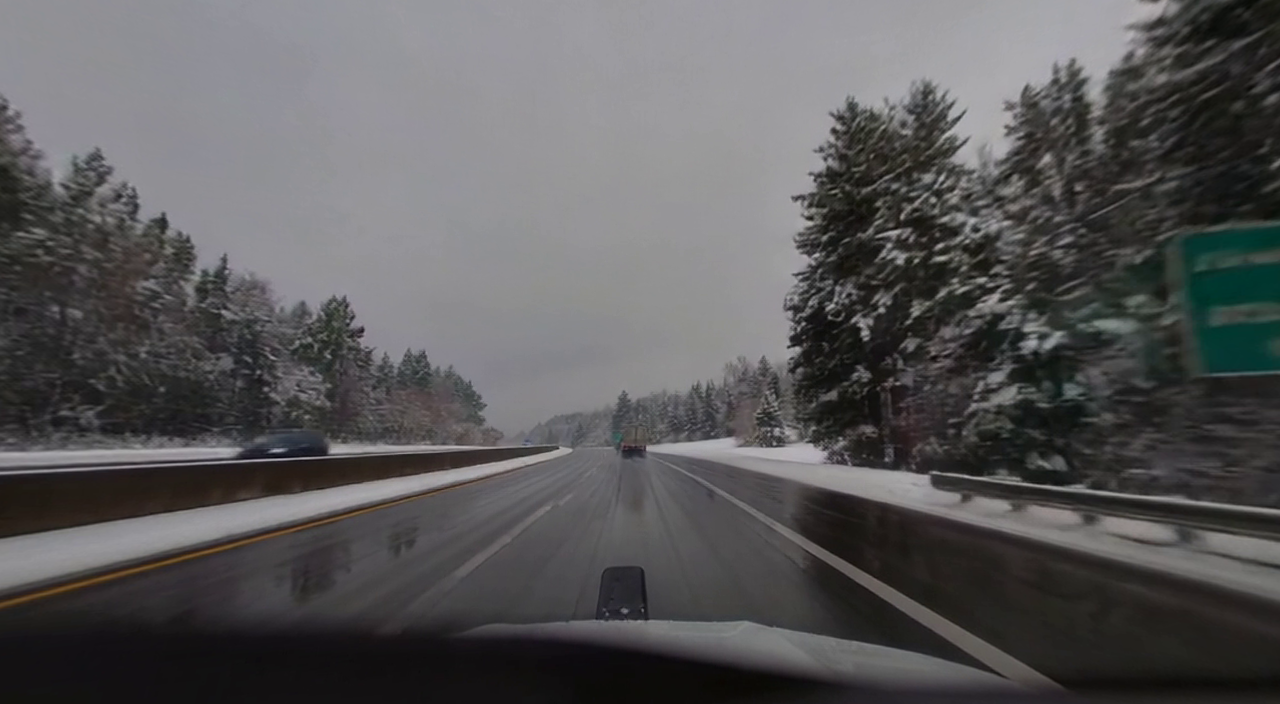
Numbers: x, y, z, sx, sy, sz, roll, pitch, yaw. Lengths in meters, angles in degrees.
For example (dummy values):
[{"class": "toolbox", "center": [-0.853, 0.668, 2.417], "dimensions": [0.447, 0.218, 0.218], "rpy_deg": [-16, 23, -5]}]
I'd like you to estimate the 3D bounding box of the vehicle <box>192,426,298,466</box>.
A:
[{"class": "vehicle", "center": [-17.289, 4.165, 27.814], "dimensions": [1.881, 1.601, 4.286], "rpy_deg": [0, -8, 0]}]
